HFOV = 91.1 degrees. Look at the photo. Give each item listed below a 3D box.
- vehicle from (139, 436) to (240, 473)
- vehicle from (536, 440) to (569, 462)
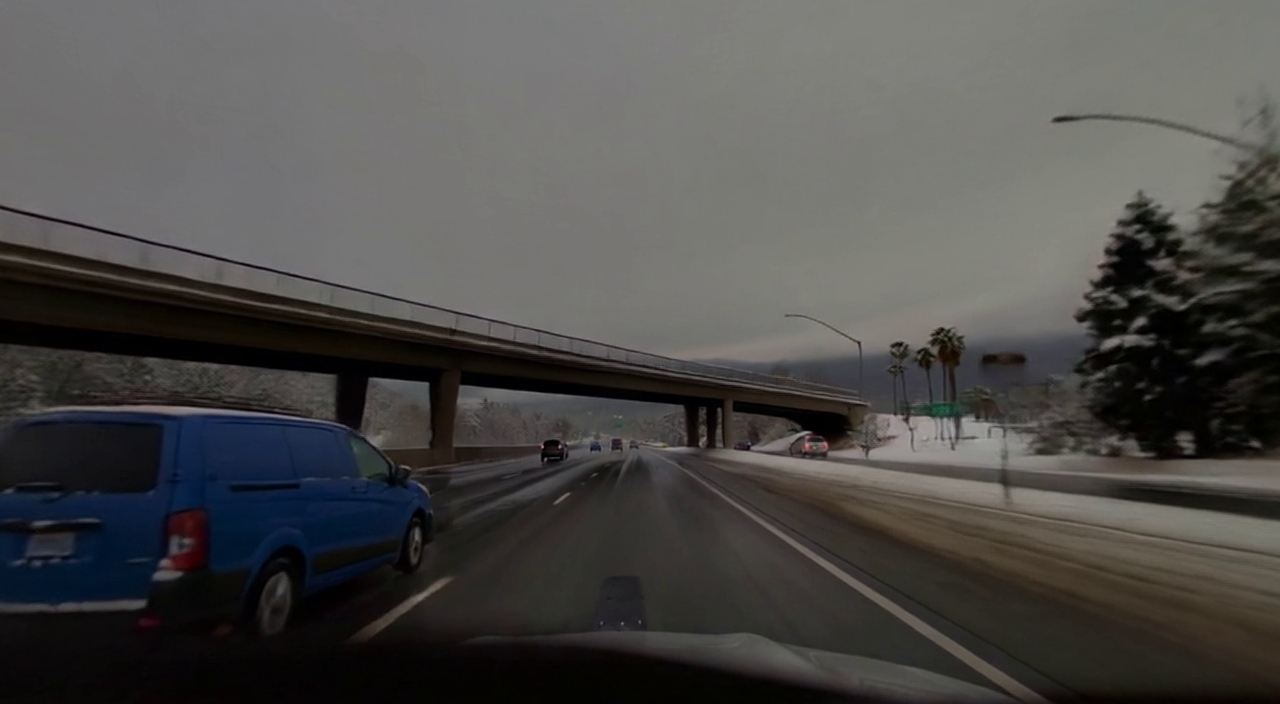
[{"bbox_3d":[-23.618,5.384,33.180,2.049,1.786,4.884,1,-8,-6],"label":"vehicle"},{"bbox_3d":[-6.878,7.833,49.782,1.935,1.633,3.955,0,-8,1],"label":"vehicle"}]
